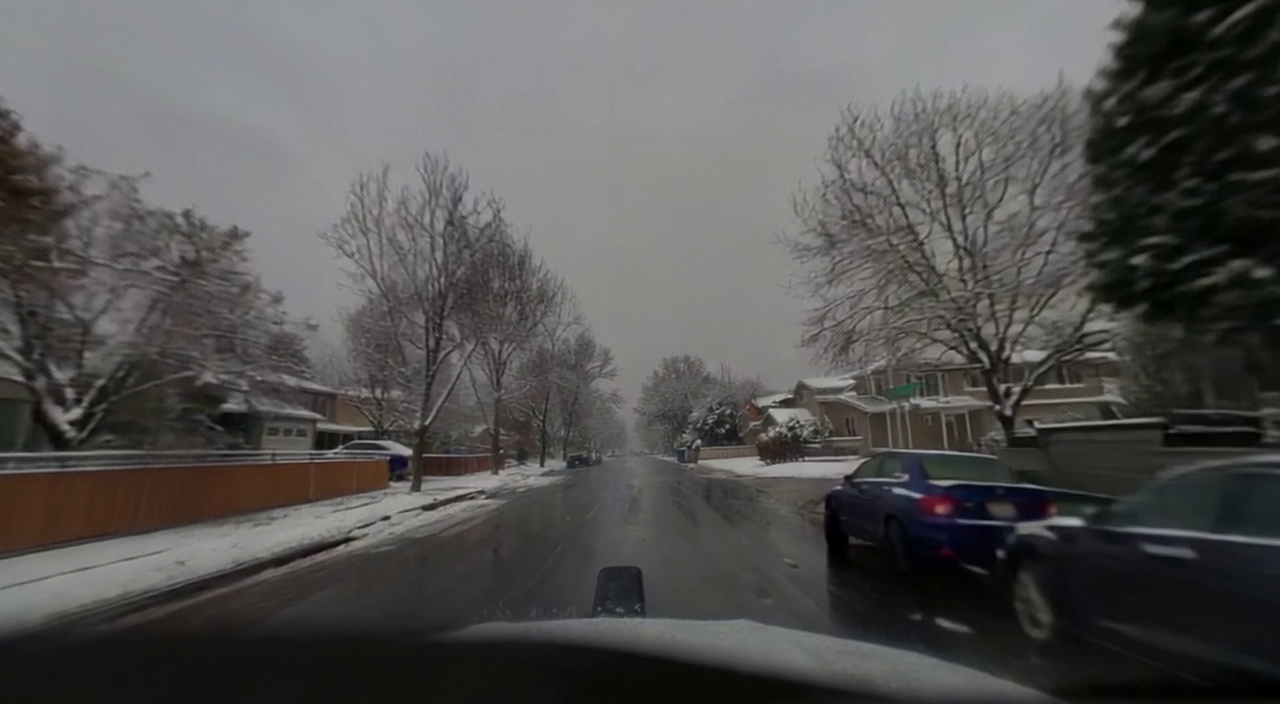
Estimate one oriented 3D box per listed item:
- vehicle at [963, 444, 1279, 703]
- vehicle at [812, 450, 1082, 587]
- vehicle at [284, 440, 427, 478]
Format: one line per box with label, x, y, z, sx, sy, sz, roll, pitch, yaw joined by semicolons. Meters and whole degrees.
vehicle;3.637;1.187;2.996;1.857;1.480;4.201;0;-9;-2
vehicle;3.867;2.114;8.839;1.849;1.470;3.807;0;-9;0
vehicle;-13.934;5.285;31.309;5.863;1.773;2.451;0;-9;-4
